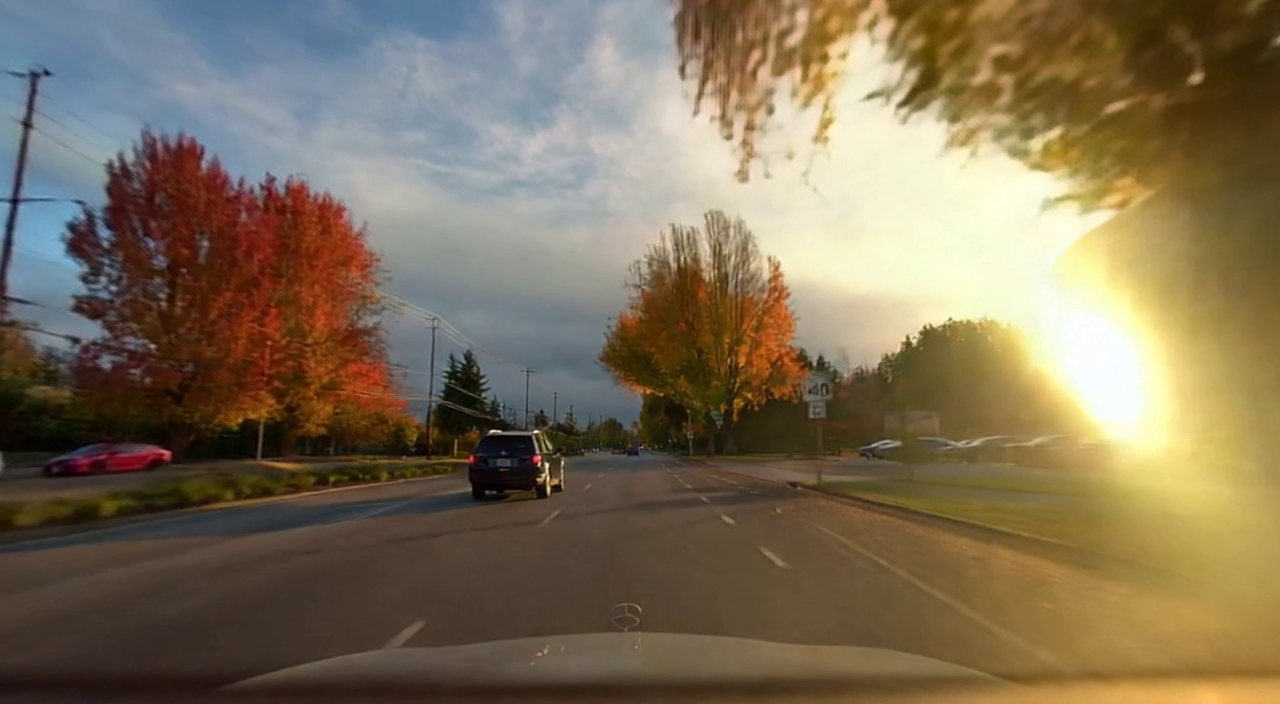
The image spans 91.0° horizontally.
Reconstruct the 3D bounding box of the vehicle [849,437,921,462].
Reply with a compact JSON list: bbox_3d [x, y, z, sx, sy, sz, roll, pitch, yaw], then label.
[{"bbox_3d":[18.176,7.254,46.767,4.475,1.668,1.983,-1,-8,-3],"label":"vehicle"}]

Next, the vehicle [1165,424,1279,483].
[{"bbox_3d":[18.107,2.904,18.020,4.360,1.552,2.071,1,-9,-4],"label":"vehicle"}]

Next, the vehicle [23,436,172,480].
[{"bbox_3d":[-25.409,4.976,29.886,2.142,1.895,5.528,0,-8,0],"label":"vehicle"}]

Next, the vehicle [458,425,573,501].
[{"bbox_3d":[-3.204,2.982,17.303,2.112,1.779,4.489,0,-8,2],"label":"vehicle"}]
